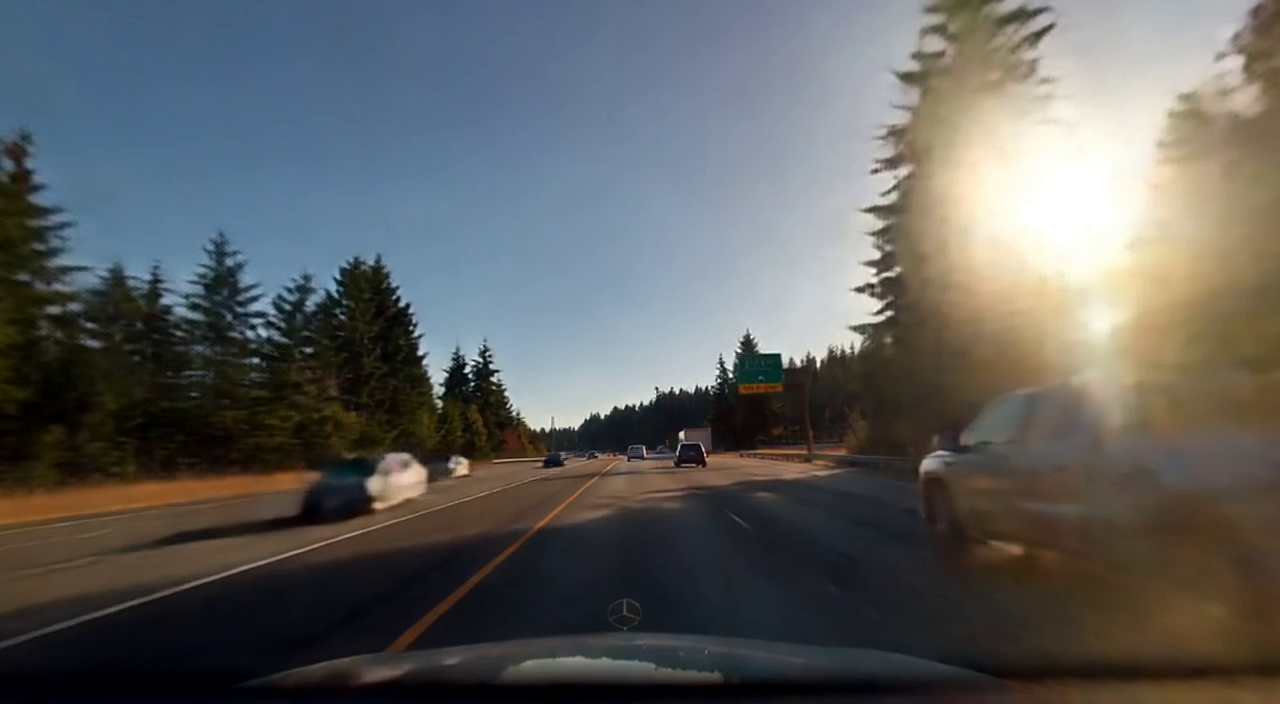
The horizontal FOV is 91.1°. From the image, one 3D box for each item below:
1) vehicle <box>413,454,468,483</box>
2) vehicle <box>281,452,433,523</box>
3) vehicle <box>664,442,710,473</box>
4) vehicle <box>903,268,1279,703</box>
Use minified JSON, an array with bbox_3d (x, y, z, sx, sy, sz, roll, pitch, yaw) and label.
[{"bbox_3d":[-11.009,6.421,34.946,1.834,1.459,3.774,0,-9,0],"label":"vehicle"},{"bbox_3d":[-6.807,3.260,15.644,1.998,1.474,3.857,0,-9,-1],"label":"vehicle"},{"bbox_3d":[2.595,6.006,35.893,2.123,1.620,4.959,0,-9,-1],"label":"vehicle"},{"bbox_3d":[3.723,0.828,3.953,1.981,1.984,4.623,0,-9,-2],"label":"vehicle"}]
